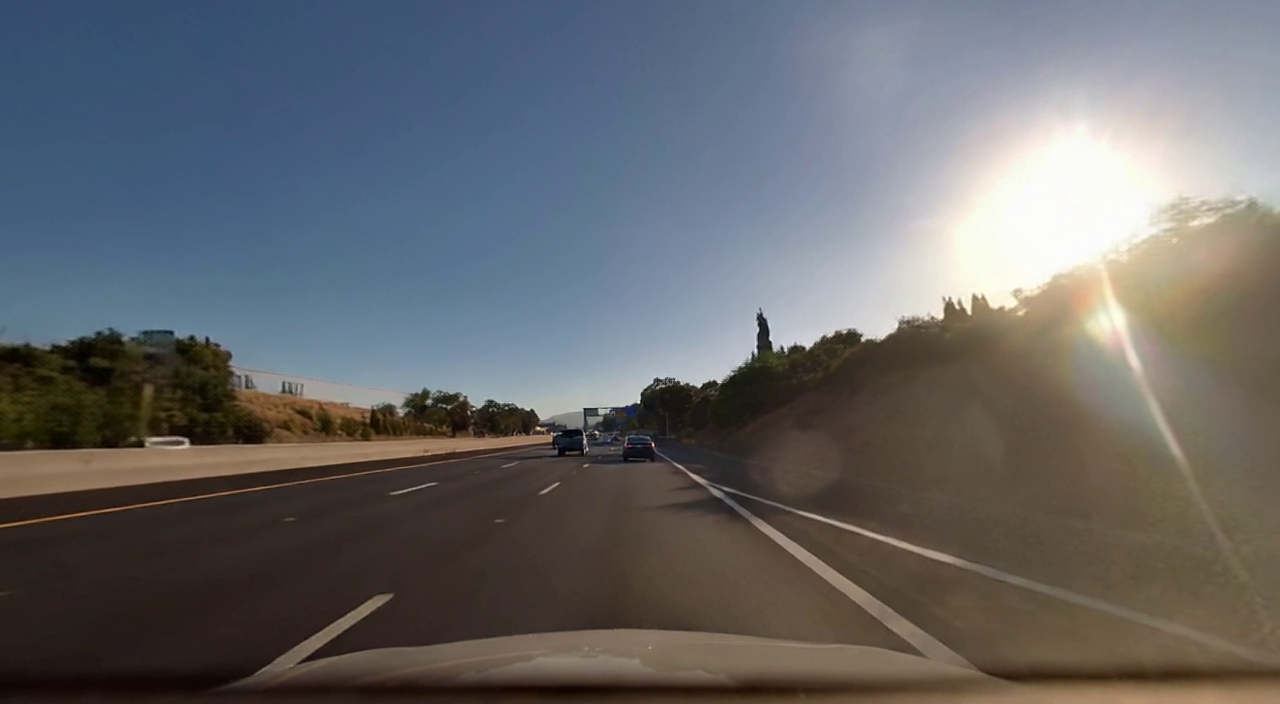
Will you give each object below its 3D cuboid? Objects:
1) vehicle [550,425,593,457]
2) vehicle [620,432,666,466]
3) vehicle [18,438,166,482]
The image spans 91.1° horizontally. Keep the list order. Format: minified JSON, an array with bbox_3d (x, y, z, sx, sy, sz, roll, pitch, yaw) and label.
[{"bbox_3d":[-4.380,5.801,41.081,2.251,1.938,4.708,0,-8,0],"label":"vehicle"},{"bbox_3d":[0.083,4.530,29.539,1.948,1.470,3.913,0,-8,-3],"label":"vehicle"},{"bbox_3d":[-20.645,4.048,23.965,1.883,1.501,4.155,0,-8,-1],"label":"vehicle"}]
